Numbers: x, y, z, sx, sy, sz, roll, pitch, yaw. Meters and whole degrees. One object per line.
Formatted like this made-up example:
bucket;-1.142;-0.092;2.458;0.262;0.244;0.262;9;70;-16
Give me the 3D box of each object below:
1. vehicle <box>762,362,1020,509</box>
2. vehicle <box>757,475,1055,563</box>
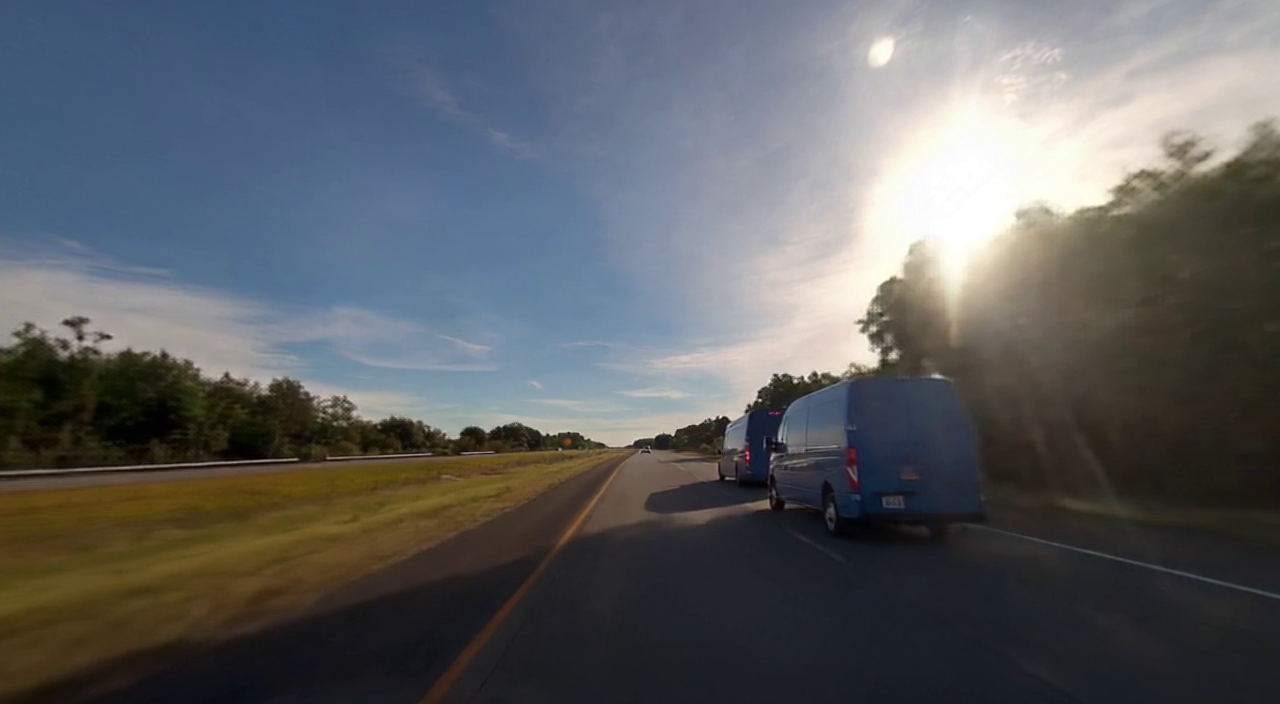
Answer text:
vehicle;4.077;1.579;11.728;2.444;2.053;5.616;0;-8;0
vehicle;4.045;2.804;11.405;2.702;0.824;6.391;0;-8;0
